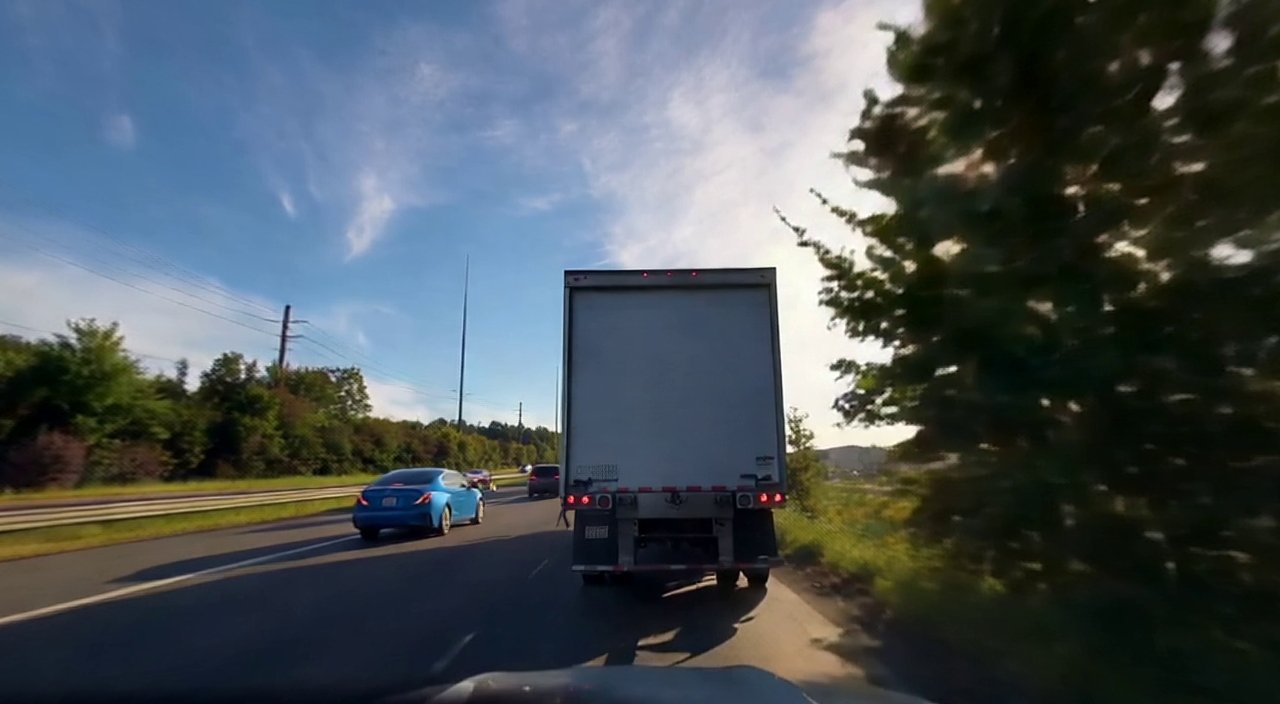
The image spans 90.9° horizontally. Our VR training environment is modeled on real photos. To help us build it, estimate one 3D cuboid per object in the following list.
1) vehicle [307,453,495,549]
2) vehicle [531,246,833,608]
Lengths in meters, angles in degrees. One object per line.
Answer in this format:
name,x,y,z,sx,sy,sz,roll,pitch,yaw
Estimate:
vehicle,-4.306,2.785,12.265,1.891,1.469,4.431,1,-11,0
vehicle,0.599,1.434,10.504,2.831,3.529,8.689,0,-11,3
